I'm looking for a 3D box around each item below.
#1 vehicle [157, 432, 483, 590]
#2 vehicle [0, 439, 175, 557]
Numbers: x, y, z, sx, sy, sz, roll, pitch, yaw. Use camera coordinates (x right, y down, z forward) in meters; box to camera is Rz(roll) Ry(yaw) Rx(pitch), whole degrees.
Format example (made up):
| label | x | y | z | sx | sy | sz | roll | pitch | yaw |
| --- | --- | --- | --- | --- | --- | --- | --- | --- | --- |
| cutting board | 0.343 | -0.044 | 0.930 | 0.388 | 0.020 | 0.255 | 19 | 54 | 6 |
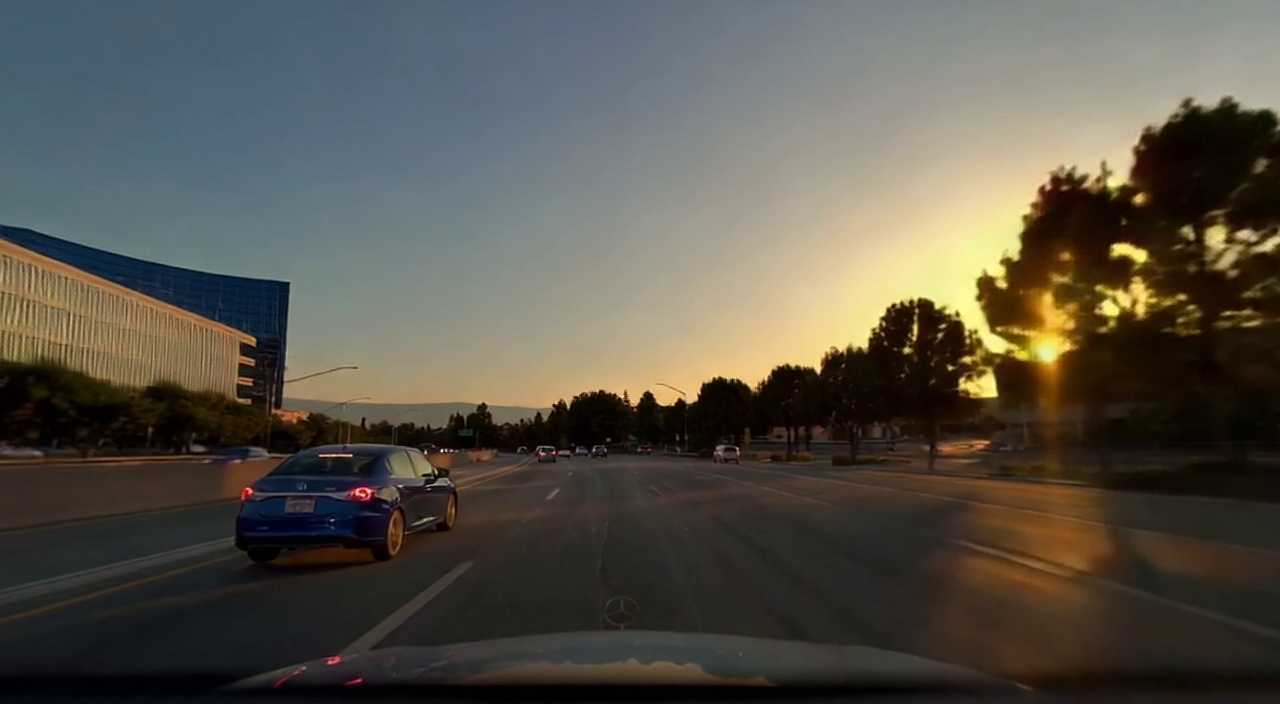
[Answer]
| label | x | y | z | sx | sy | sz | roll | pitch | yaw |
| --- | --- | --- | --- | --- | --- | --- | --- | --- | --- |
| vehicle | -3.591 | 1.837 | 8.257 | 2.018 | 1.476 | 4.364 | 0 | -8 | -1 |
| vehicle | -9.413 | 1.997 | 8.872 | 2.231 | 1.520 | 4.722 | 0 | -8 | -1 |
